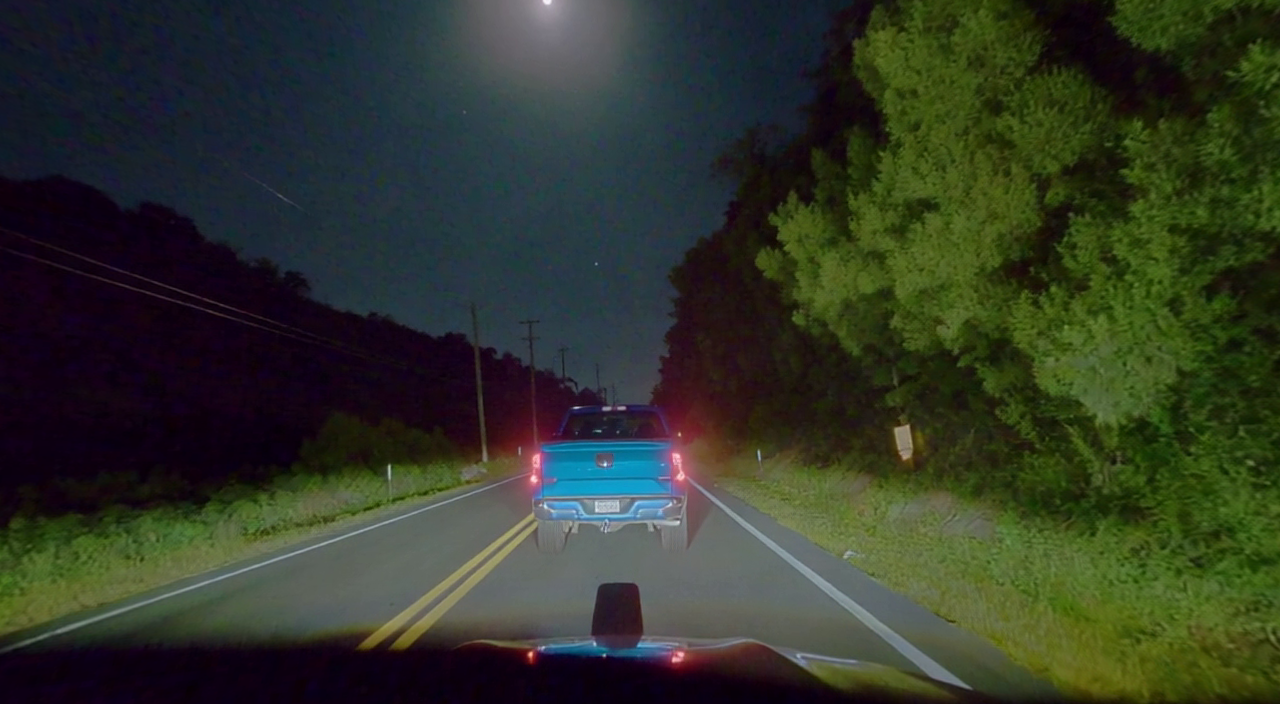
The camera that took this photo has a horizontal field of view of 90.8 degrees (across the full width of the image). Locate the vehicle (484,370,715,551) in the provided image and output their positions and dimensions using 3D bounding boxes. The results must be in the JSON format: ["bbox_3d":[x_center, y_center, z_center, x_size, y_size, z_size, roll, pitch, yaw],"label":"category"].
[{"bbox_3d":[-0.531,1.768,10.837,2.837,2.223,5.885,0,-8,-1],"label":"vehicle"}]
